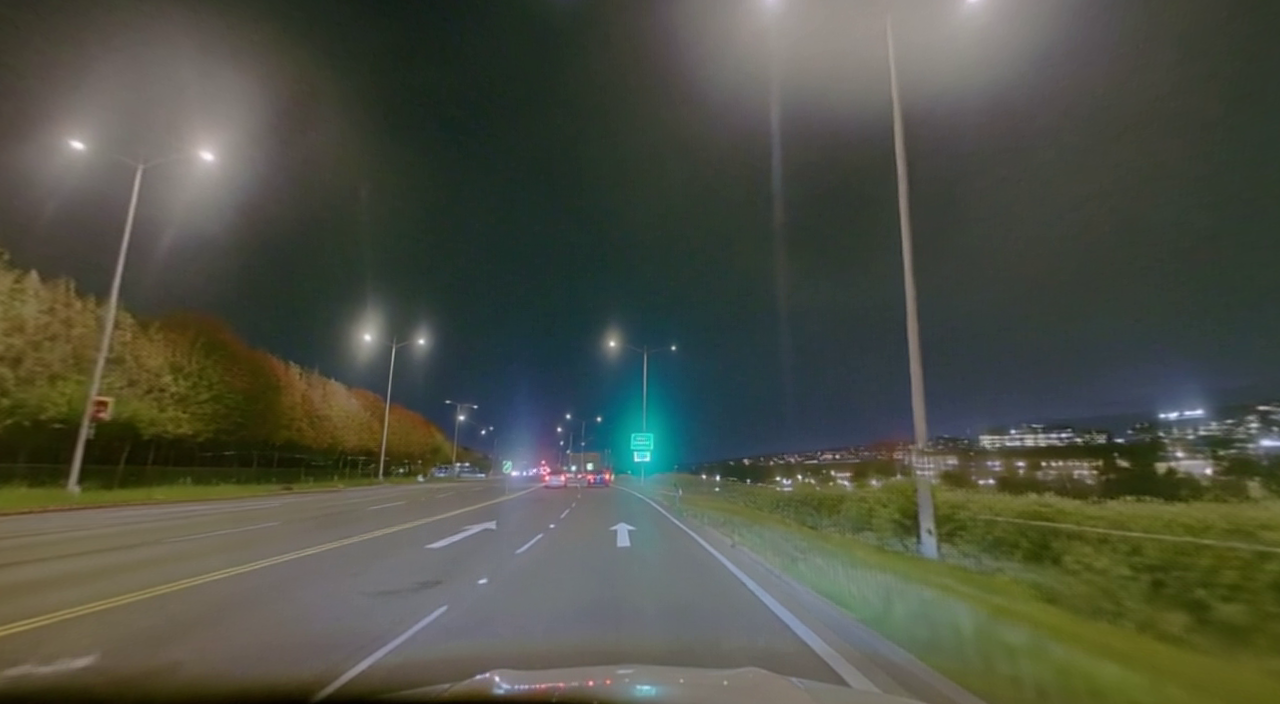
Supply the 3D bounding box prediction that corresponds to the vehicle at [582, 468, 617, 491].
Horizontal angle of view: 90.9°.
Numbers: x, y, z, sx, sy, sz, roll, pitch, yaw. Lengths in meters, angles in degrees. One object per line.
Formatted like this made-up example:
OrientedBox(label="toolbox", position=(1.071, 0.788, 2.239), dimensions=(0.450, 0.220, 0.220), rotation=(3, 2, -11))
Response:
OrientedBox(label="vehicle", position=(-2.865, 8.831, 43.729), dimensions=(2.129, 1.471, 4.258), rotation=(2, -10, -7))
